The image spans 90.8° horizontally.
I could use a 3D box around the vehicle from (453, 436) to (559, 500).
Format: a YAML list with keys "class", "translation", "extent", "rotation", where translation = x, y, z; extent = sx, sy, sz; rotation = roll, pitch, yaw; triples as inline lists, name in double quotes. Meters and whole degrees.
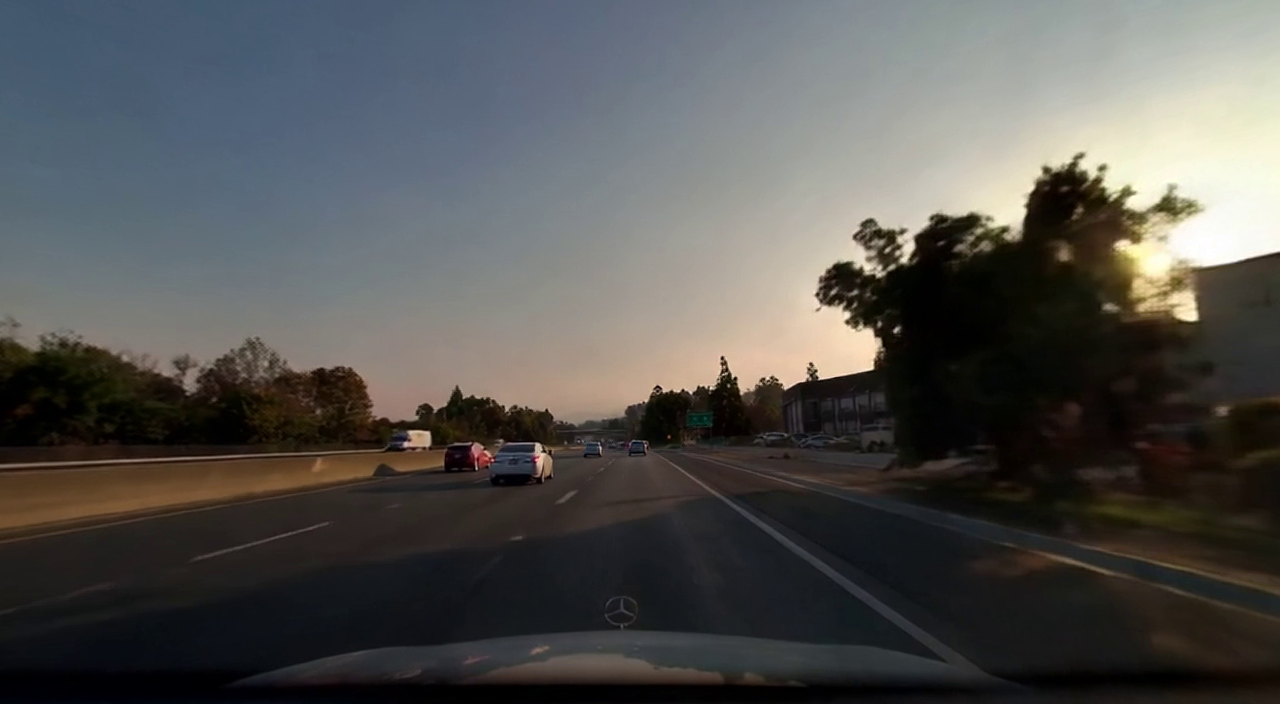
- class: "vehicle"
  translation: [-3.373, 3.009, 16.780]
  extent: [1.920, 1.463, 4.134]
  rotation: [0, -9, 0]
